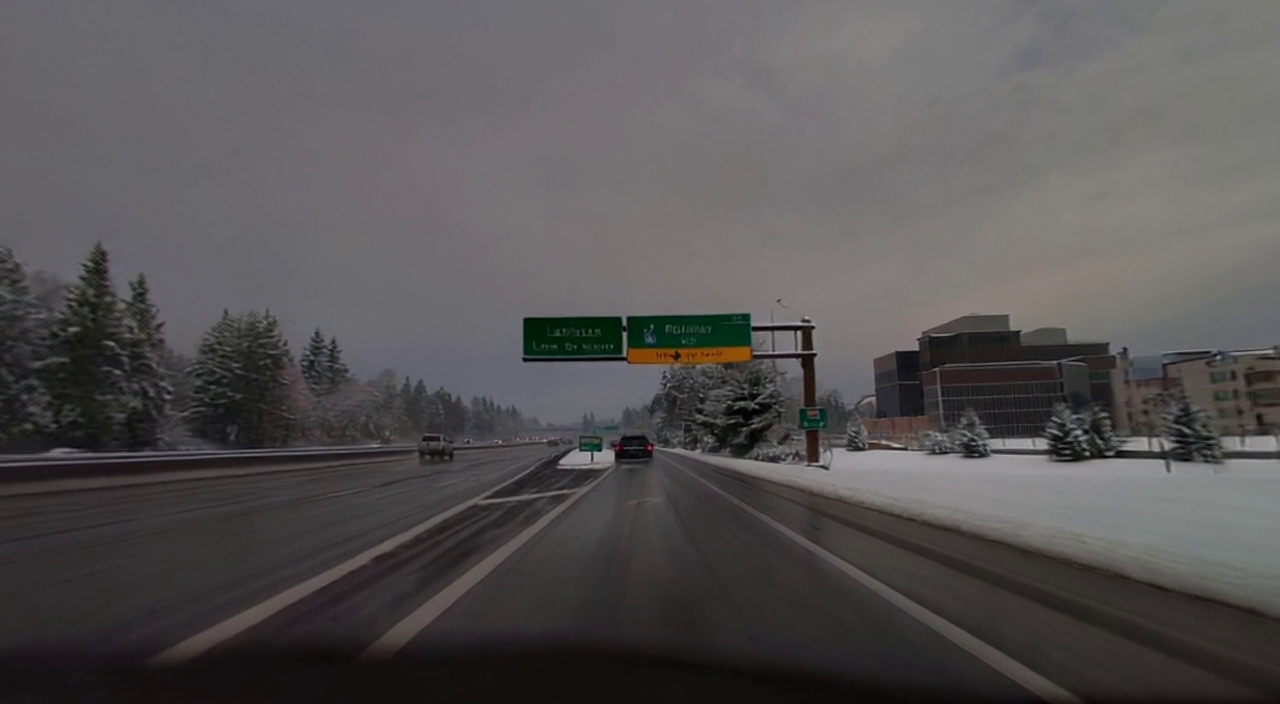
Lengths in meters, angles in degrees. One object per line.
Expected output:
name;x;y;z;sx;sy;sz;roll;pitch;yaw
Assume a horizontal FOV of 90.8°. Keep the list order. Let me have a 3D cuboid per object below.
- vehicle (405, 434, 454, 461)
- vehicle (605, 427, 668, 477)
vehicle;-16.115;7.365;48.671;2.289;1.955;5.147;0;-9;-4
vehicle;-0.173;4.380;27.811;2.497;1.957;5.432;0;-9;-1
